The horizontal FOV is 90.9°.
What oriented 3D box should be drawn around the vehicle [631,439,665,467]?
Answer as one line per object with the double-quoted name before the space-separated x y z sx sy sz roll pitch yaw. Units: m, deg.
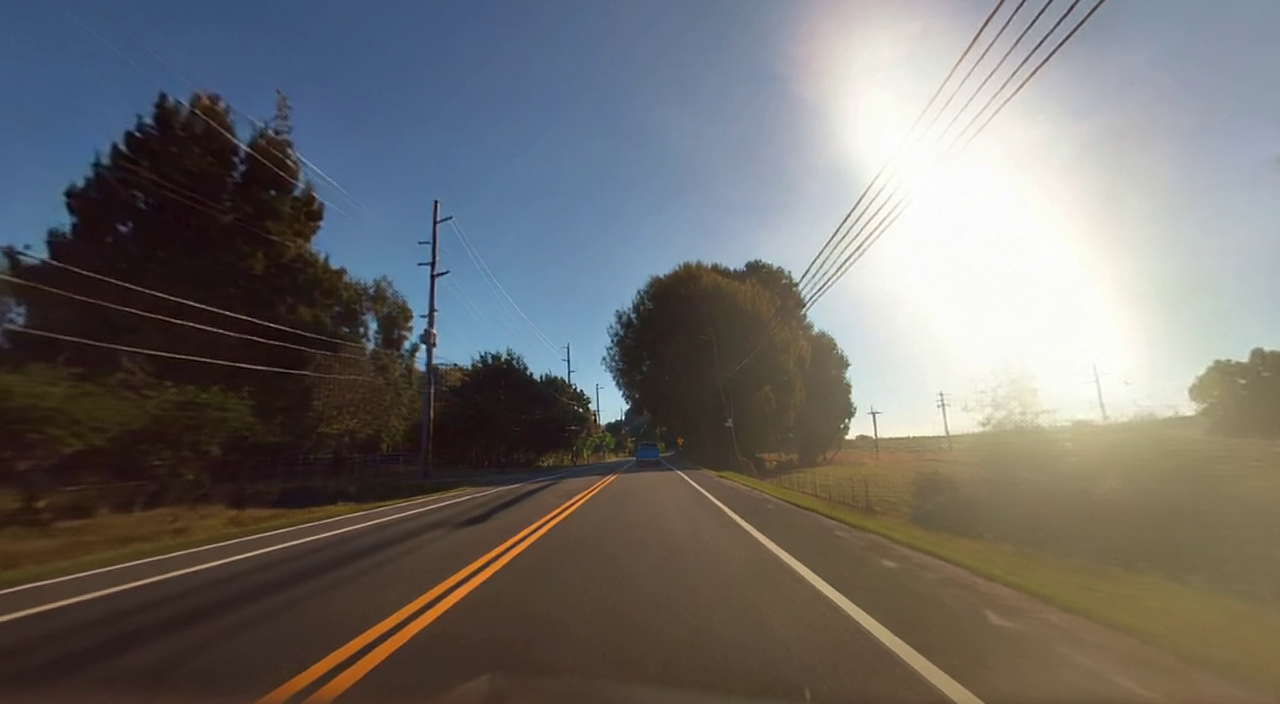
"vehicle" 0.586 7.702 48.255 2.468 2.056 4.422 0 -8 0
